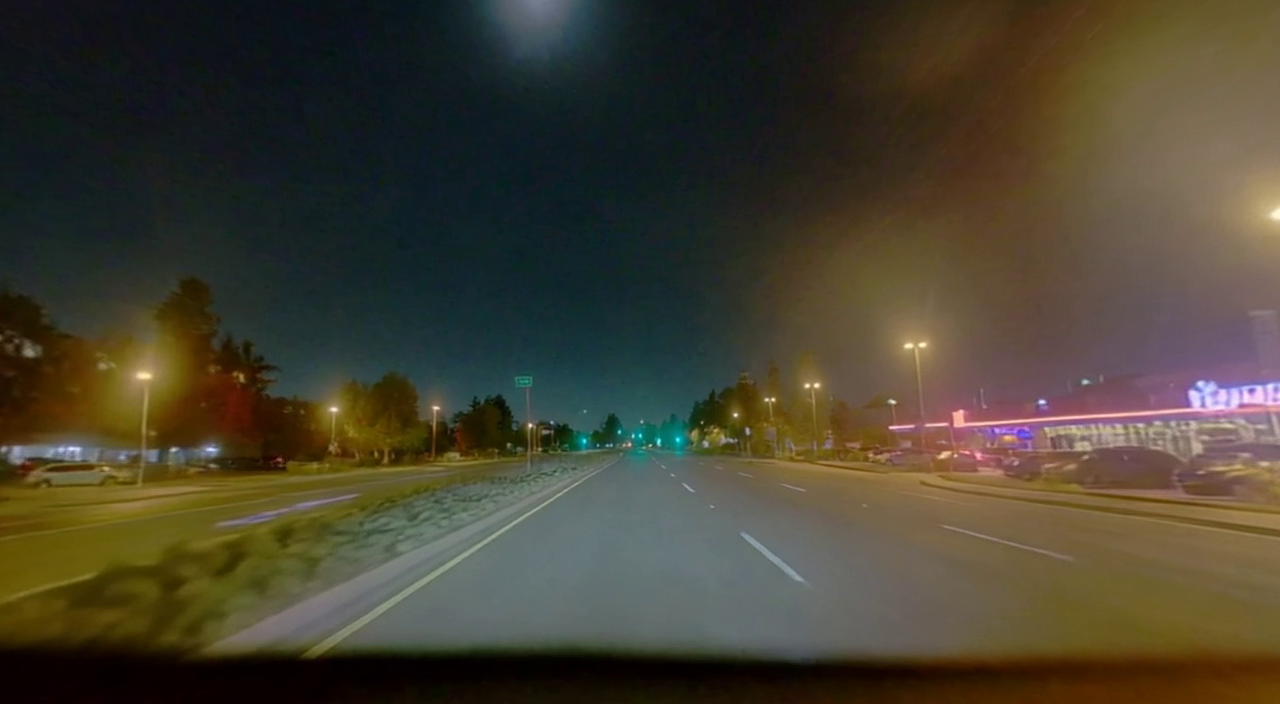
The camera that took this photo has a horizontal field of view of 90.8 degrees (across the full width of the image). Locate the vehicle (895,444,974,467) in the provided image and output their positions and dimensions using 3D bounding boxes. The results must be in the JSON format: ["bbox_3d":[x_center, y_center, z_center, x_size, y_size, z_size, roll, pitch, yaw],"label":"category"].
[{"bbox_3d":[20.151,7.071,43.292,4.333,1.507,2.101,0,-9,-1],"label":"vehicle"}]

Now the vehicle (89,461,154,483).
[{"bbox_3d":[-38.402,8.883,46.916,1.720,1.508,3.653,0,-9,-1],"label":"vehicle"}]

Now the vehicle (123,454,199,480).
[{"bbox_3d":[-35.648,8.540,47.156,1.983,1.818,4.590,0,-9,0],"label":"vehicle"}]

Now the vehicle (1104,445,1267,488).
[{"bbox_3d":[20.453,4.277,23.836,4.267,1.512,1.966,0,-9,0],"label":"vehicle"}]

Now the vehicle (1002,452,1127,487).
[{"bbox_3d":[19.942,5.560,29.812,4.403,1.436,1.918,-2,-12,1],"label":"vehicle"}]

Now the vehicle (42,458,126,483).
[{"bbox_3d":[-41.294,8.775,47.081,2.047,1.622,4.985,-1,-9,-5],"label":"vehicle"}]
